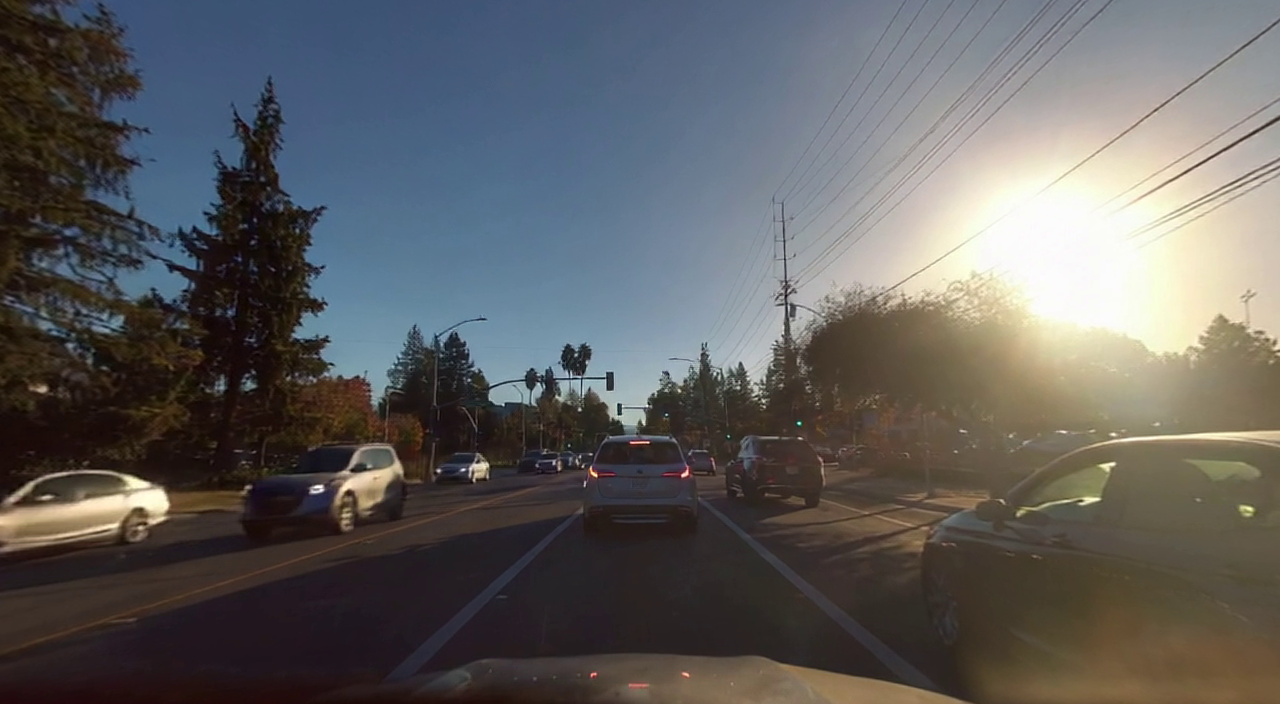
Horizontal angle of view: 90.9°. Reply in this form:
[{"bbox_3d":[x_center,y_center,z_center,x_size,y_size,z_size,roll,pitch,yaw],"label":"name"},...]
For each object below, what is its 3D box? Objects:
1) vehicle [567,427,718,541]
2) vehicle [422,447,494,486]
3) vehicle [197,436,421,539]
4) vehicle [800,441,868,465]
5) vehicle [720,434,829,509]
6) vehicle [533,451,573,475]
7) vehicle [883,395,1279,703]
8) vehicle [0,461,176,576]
[{"bbox_3d":[0.052,2.247,11.390,2.200,1.653,4.127,0,-8,1],"label":"vehicle"},{"bbox_3d":[-9.393,5.938,33.129,2.086,1.850,5.349,-1,-8,1],"label":"vehicle"},{"bbox_3d":[-6.419,2.649,13.007,2.218,1.722,4.397,0,-8,0],"label":"vehicle"},{"bbox_3d":[14.304,7.449,46.587,4.406,1.668,2.041,3,-9,-20],"label":"vehicle"},{"bbox_3d":[3.319,3.023,16.411,1.914,1.698,4.049,0,-8,0],"label":"vehicle"},{"bbox_3d":[-5.825,7.439,42.478,1.974,1.466,4.427,-1,-8,1],"label":"vehicle"},{"bbox_3d":[2.873,1.008,2.759,1.950,1.487,4.275,0,-8,1],"label":"vehicle"},{"bbox_3d":[-9.511,2.419,9.386,1.854,1.459,4.288,0,-8,1],"label":"vehicle"}]
